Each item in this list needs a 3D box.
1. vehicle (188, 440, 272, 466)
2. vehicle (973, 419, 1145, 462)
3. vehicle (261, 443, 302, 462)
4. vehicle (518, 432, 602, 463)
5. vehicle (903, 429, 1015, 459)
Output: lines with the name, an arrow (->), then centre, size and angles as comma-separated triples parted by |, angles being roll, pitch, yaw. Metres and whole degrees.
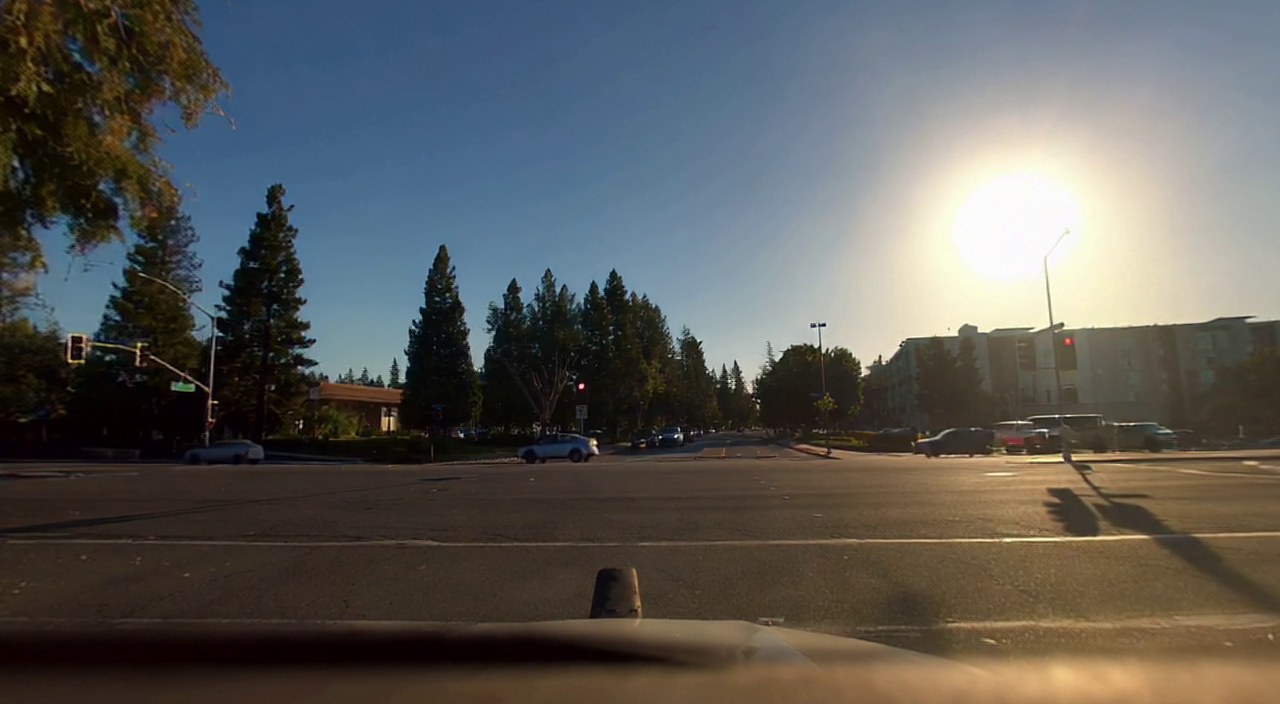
vehicle -> -26.516, 6.543, 40.927 | 4.370, 1.592, 1.886 | -2, -9, 10
vehicle -> 15.024, 3.214, 22.945 | 4.749, 1.461, 1.892 | -1, -9, 9
vehicle -> -28.077, 7.855, 49.628 | 2.235, 1.417, 4.272 | 3, -9, -22
vehicle -> -4.688, 5.647, 37.340 | 4.590, 1.701, 1.881 | -2, -9, 11
vehicle -> 16.583, 4.802, 33.094 | 4.801, 1.494, 1.915 | -2, -9, 10
